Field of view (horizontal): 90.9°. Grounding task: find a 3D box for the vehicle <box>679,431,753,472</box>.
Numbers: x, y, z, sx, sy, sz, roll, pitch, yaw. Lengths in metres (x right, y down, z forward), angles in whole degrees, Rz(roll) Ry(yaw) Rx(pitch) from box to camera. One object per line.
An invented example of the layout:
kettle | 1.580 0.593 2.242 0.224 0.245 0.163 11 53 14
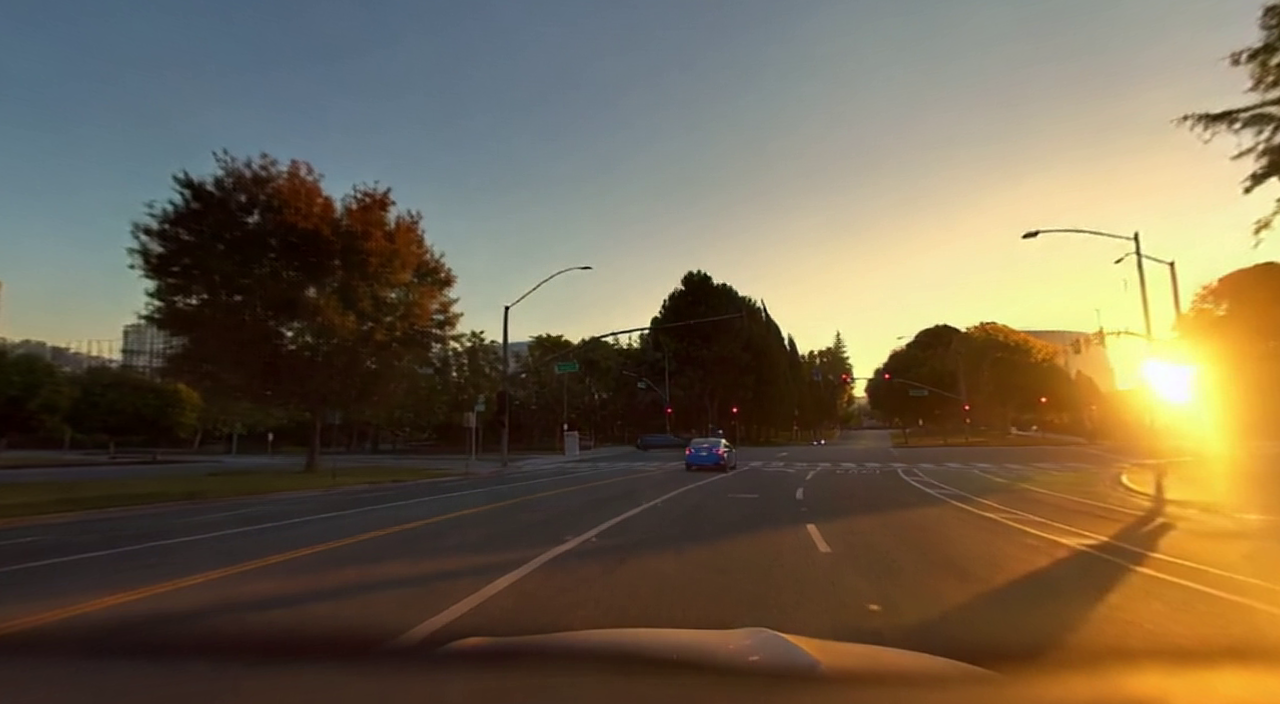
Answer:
vehicle | 3.300 4.222 26.818 2.055 1.573 4.065 -4 -9 23

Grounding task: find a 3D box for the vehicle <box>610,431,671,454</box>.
vehicle | 0.041 7.132 49.582 4.406 1.661 1.857 -4 -9 23
